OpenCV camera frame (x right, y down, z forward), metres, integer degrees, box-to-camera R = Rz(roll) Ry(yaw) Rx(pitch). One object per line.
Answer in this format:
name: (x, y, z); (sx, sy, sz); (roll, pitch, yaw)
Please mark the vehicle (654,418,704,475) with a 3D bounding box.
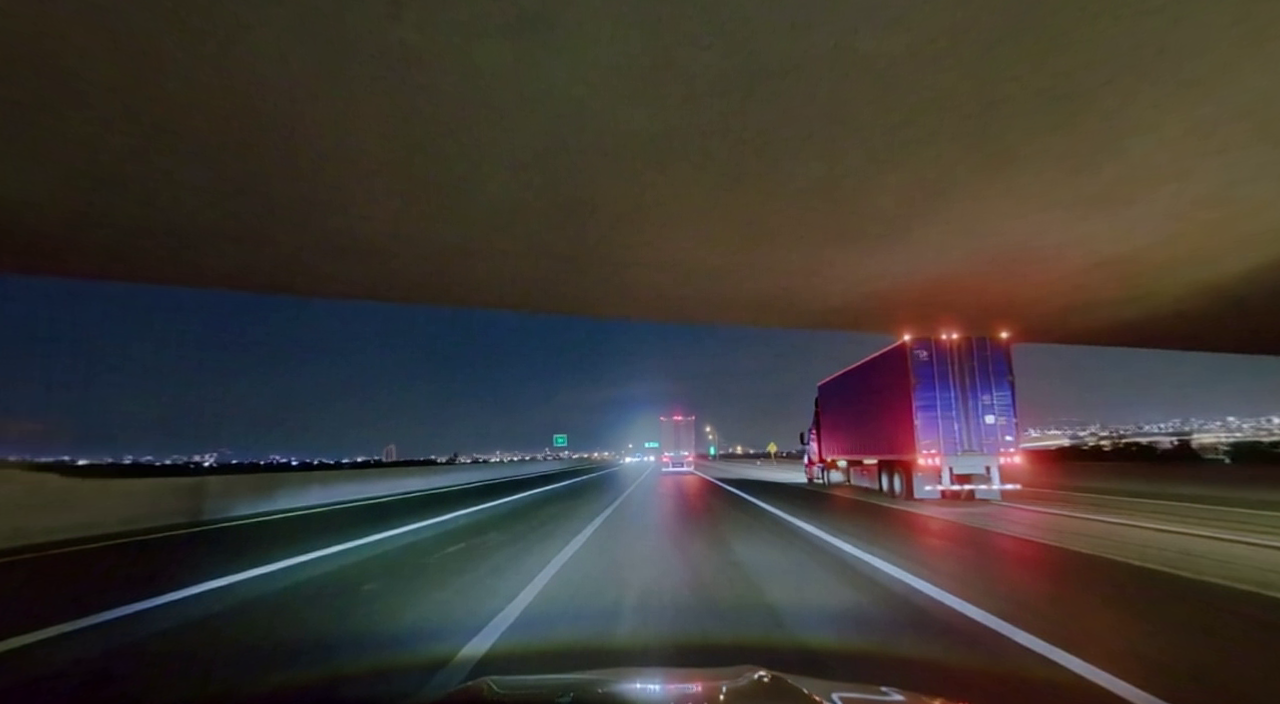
vehicle: (2.959, 7.233, 47.784); (3.244, 3.713, 12.155); (-1, -9, 4)
